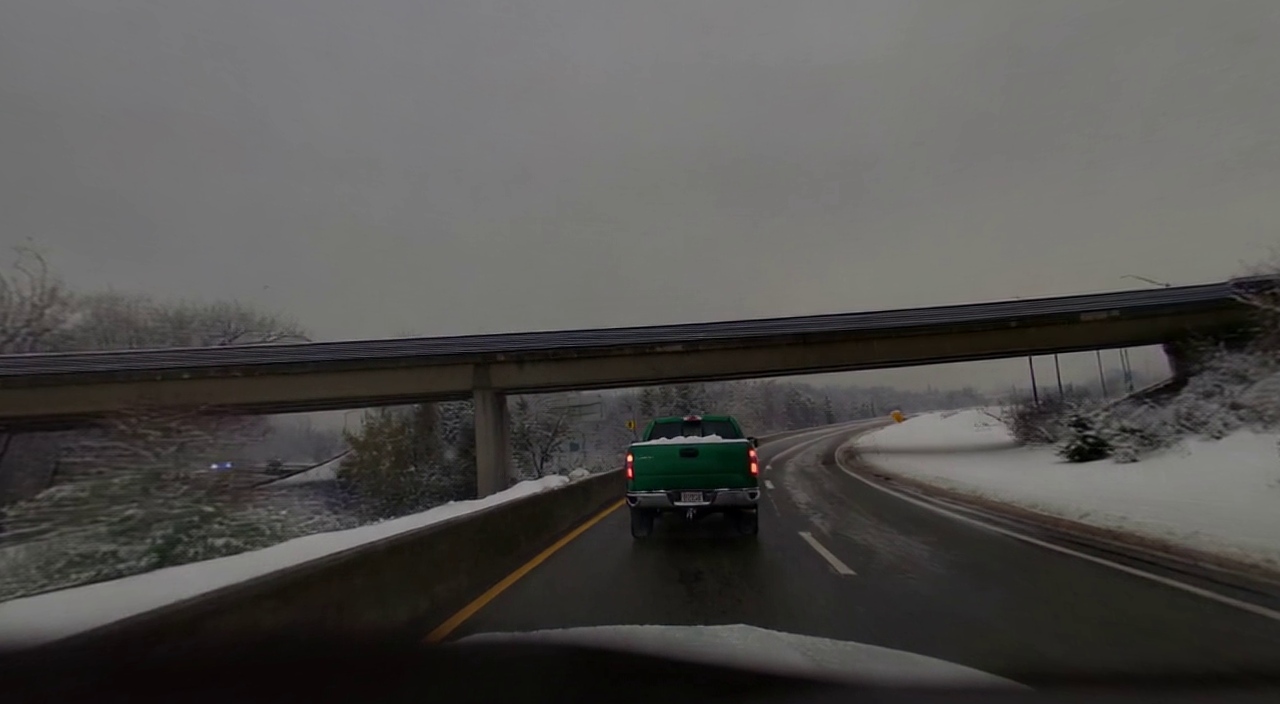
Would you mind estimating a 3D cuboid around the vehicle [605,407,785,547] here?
[{"bbox_3d":[0.874,1.887,10.136,2.235,1.716,4.435,-1,-9,5],"label":"vehicle"}]
